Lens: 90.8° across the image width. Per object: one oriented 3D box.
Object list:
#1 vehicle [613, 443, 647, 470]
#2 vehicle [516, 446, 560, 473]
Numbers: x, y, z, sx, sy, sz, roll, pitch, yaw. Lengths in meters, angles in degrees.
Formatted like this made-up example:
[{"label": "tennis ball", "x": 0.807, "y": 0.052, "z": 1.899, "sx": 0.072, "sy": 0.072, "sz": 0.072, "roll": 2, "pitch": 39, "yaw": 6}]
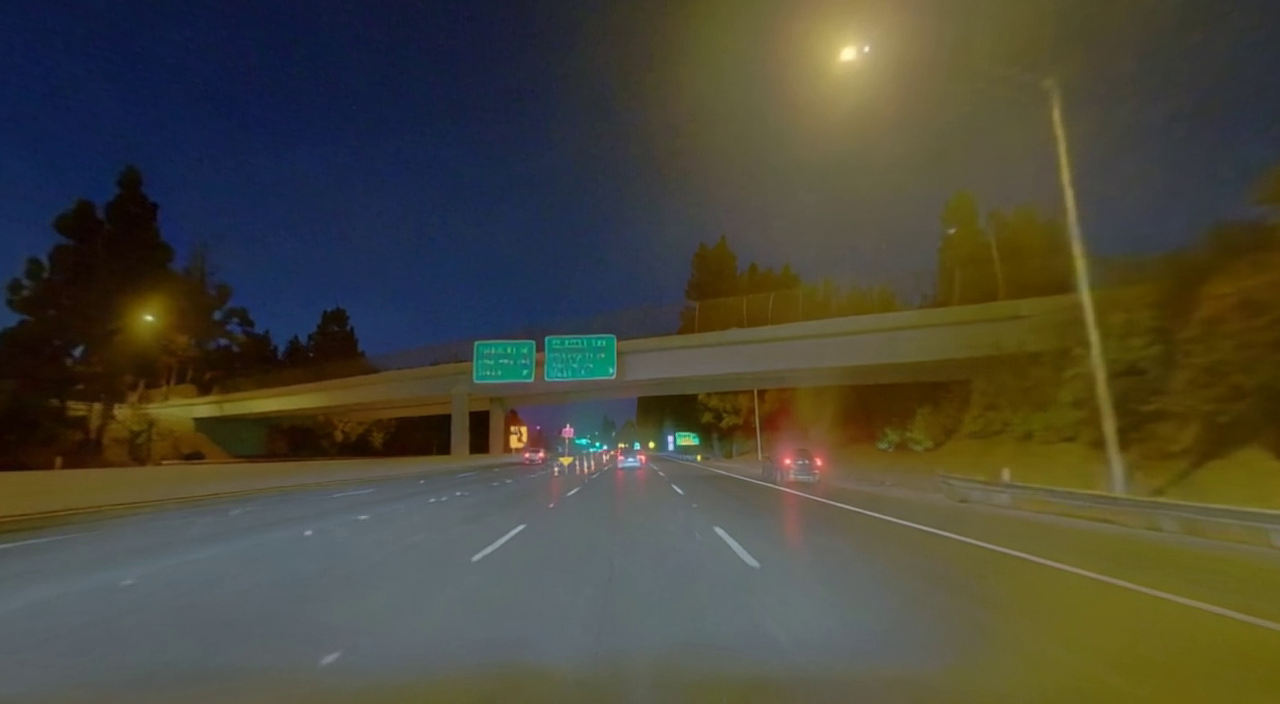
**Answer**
[{"label": "vehicle", "x": -0.622, "y": 6.707, "z": 40.686, "sx": 2.109, "sy": 1.638, "sz": 3.856, "roll": 0, "pitch": -9, "yaw": -1}, {"label": "vehicle", "x": -6.140, "y": 6.516, "z": 38.582, "sx": 1.997, "sy": 1.507, "sz": 4.248, "roll": 0, "pitch": -9, "yaw": -1}]
